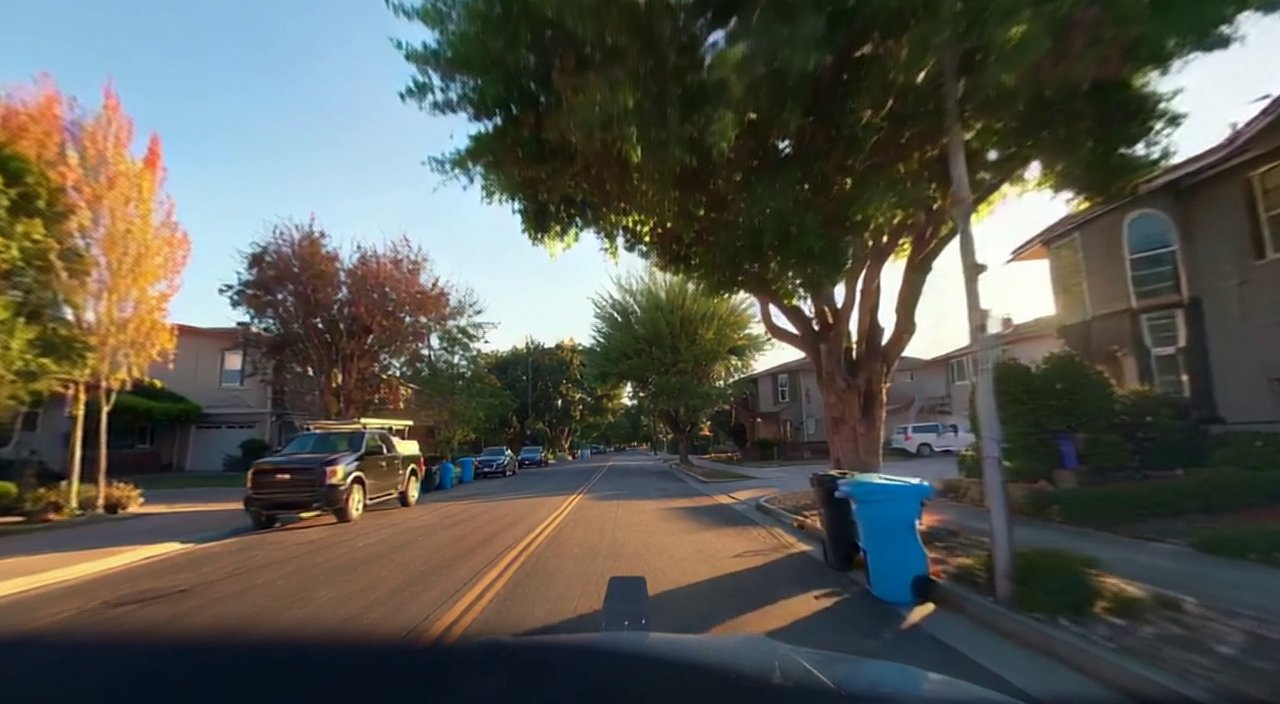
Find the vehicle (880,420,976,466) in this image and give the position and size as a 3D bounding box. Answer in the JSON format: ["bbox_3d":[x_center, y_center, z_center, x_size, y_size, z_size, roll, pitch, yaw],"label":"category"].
[{"bbox_3d":[12.446,3.951,27.619,1.936,1.687,4.714,-5,-7,0],"label":"vehicle"}]

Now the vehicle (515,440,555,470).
[{"bbox_3d":[-7.393,7.251,44.670,2.169,1.871,4.762,-3,-7,-3],"label":"vehicle"}]

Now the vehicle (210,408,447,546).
[{"bbox_3d":[-6.427,2.479,14.105,2.223,2.115,5.707,5,-4,1],"label":"vehicle"}]

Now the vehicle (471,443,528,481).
[{"bbox_3d":[-6.917,5.449,31.501,1.945,1.530,4.430,-4,-7,-3],"label":"vehicle"}]

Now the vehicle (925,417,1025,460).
[{"bbox_3d":[14.545,3.830,27.697,1.915,1.740,4.309,1,-9,-1],"label":"vehicle"}]
